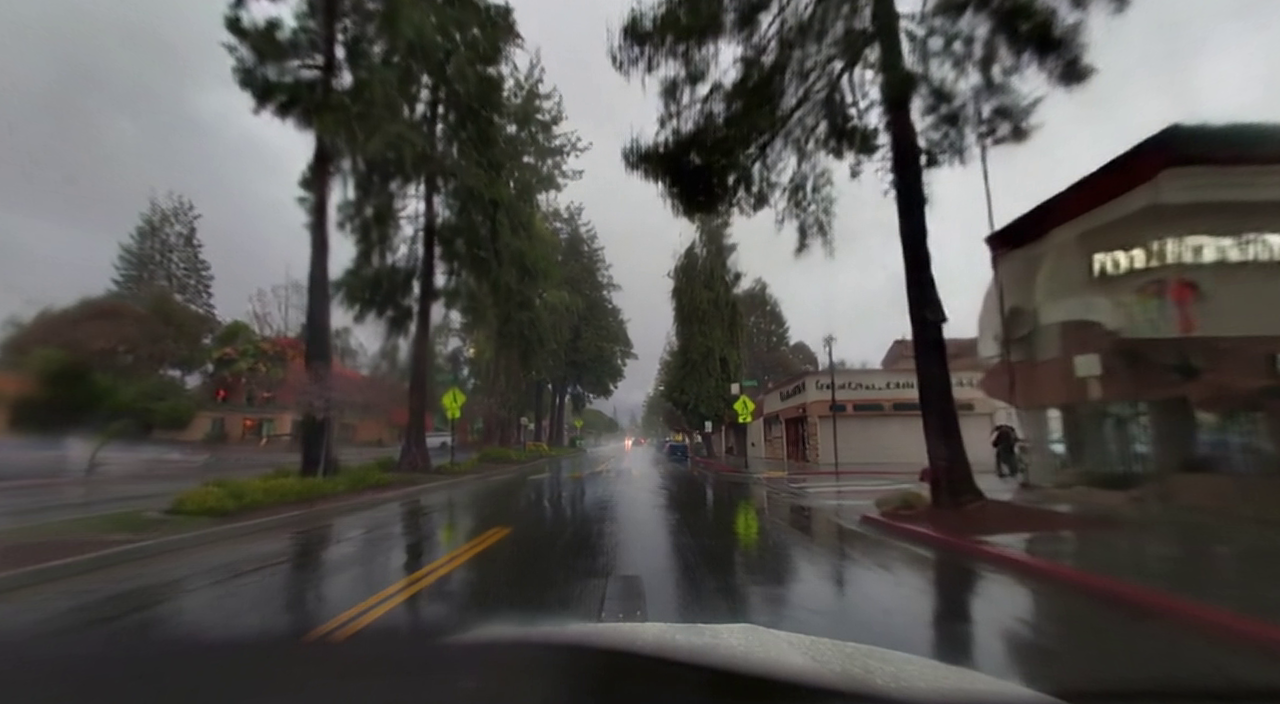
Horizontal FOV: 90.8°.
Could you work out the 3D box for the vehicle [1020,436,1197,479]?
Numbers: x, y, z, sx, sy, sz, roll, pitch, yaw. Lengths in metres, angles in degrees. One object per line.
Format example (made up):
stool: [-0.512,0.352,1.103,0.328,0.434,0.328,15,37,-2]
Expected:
vehicle: [16.713,3.754,22.775,4.563,1.457,2.139,-1,-7,6]
